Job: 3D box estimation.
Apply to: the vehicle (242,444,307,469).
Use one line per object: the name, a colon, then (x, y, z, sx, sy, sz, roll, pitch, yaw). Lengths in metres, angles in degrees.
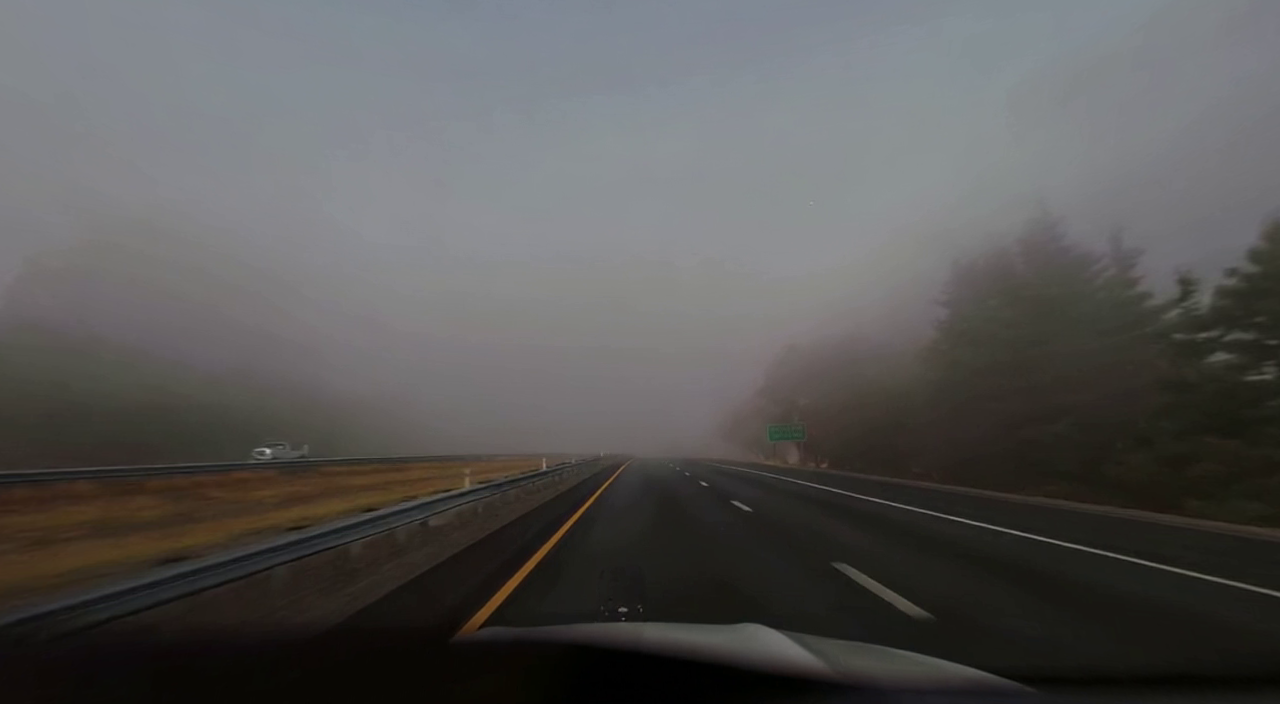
vehicle: (-28.672, 8.183, 49.459, 2.297, 1.831, 4.697, 0, -8, 0)
